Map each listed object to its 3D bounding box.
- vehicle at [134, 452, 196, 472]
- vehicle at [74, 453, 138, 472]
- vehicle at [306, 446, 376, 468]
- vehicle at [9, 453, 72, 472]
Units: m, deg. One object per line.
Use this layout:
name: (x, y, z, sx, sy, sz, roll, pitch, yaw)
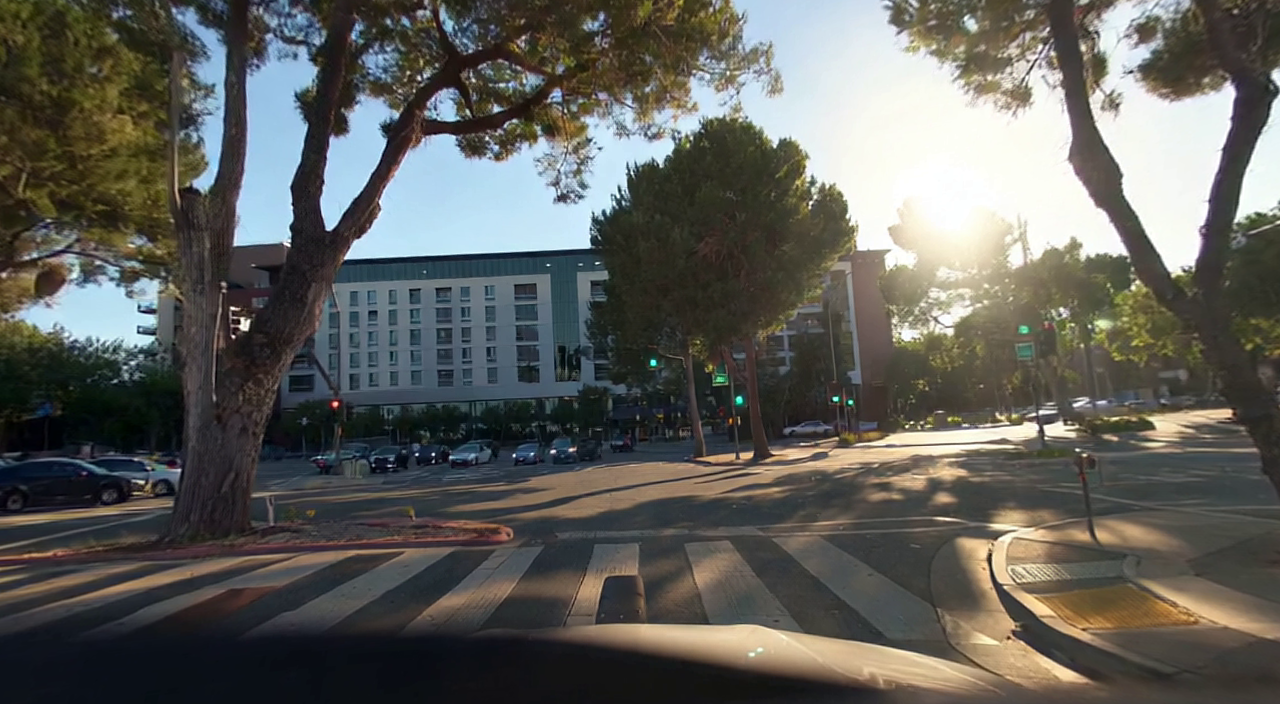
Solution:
vehicle: (-36.460, 8.459, 48.580, 1.709, 1.410, 3.945, 0, -9, -1)
vehicle: (-41.410, 8.568, 49.086, 1.651, 1.379, 3.787, 0, -9, 0)
vehicle: (-22.011, 7.763, 46.570, 4.207, 1.508, 1.875, -1, -9, 3)
vehicle: (-46.376, 8.555, 48.930, 1.627, 1.392, 3.330, 0, -9, -1)
